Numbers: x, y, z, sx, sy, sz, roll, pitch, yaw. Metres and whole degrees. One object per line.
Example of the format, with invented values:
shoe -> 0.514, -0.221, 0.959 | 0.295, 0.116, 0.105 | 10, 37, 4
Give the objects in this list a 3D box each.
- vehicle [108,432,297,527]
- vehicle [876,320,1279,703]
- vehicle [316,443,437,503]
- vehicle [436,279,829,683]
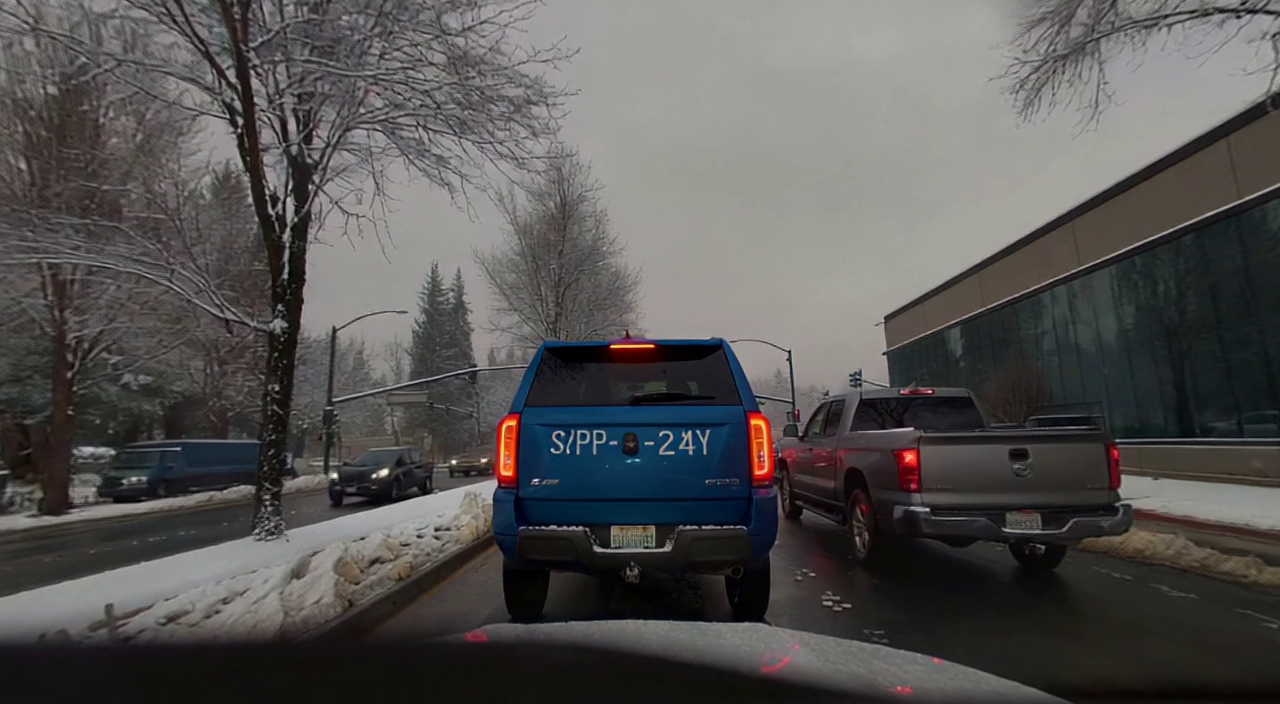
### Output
vehicle -> -16.054, 4.624, 23.772 | 2.741, 2.730, 6.221 | -7, -8, -1
vehicle -> 3.076, 0.985, 3.460 | 2.022, 1.700, 4.410 | 0, -8, 3
vehicle -> -9.125, 4.201, 22.388 | 2.128, 1.868, 4.863 | 0, -8, 1
vehicle -> 0.014, 1.042, 5.971 | 2.267, 2.372, 4.366 | 0, -8, 2
